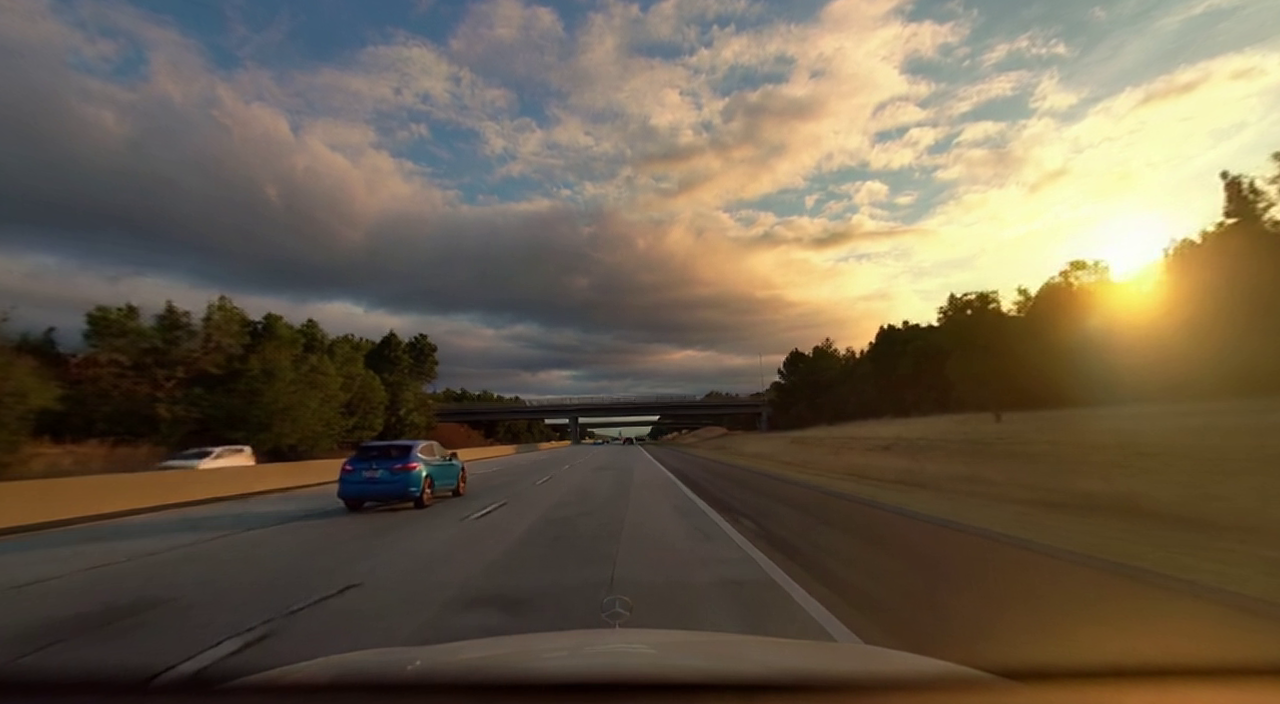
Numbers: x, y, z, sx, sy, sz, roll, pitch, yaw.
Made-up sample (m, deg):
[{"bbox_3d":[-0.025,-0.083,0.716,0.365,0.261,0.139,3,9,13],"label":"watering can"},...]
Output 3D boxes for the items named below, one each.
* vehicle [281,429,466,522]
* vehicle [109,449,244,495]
[{"bbox_3d":[-4.898,2.274,12.254,1.965,1.513,3.774,0,-8,0],"label":"vehicle"},{"bbox_3d":[-17.565,4.522,24.214,1.879,1.468,4.469,0,-8,-1],"label":"vehicle"}]
